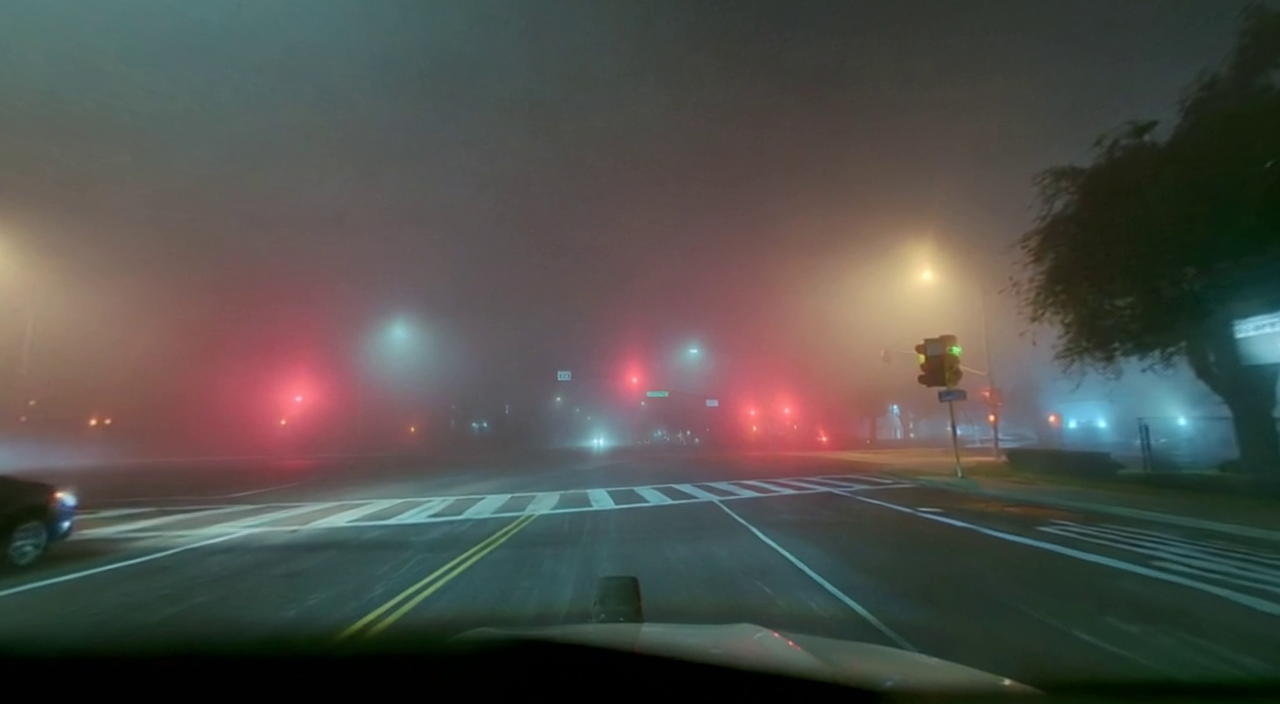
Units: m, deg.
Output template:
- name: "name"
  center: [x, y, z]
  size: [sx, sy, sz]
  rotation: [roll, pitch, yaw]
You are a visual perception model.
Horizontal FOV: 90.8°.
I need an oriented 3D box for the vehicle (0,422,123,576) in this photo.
- name: "vehicle"
  center: [-7.233, 1.272, 5.041]
  size: [1.904, 1.497, 5.154]
  rotation: [0, -9, -1]
